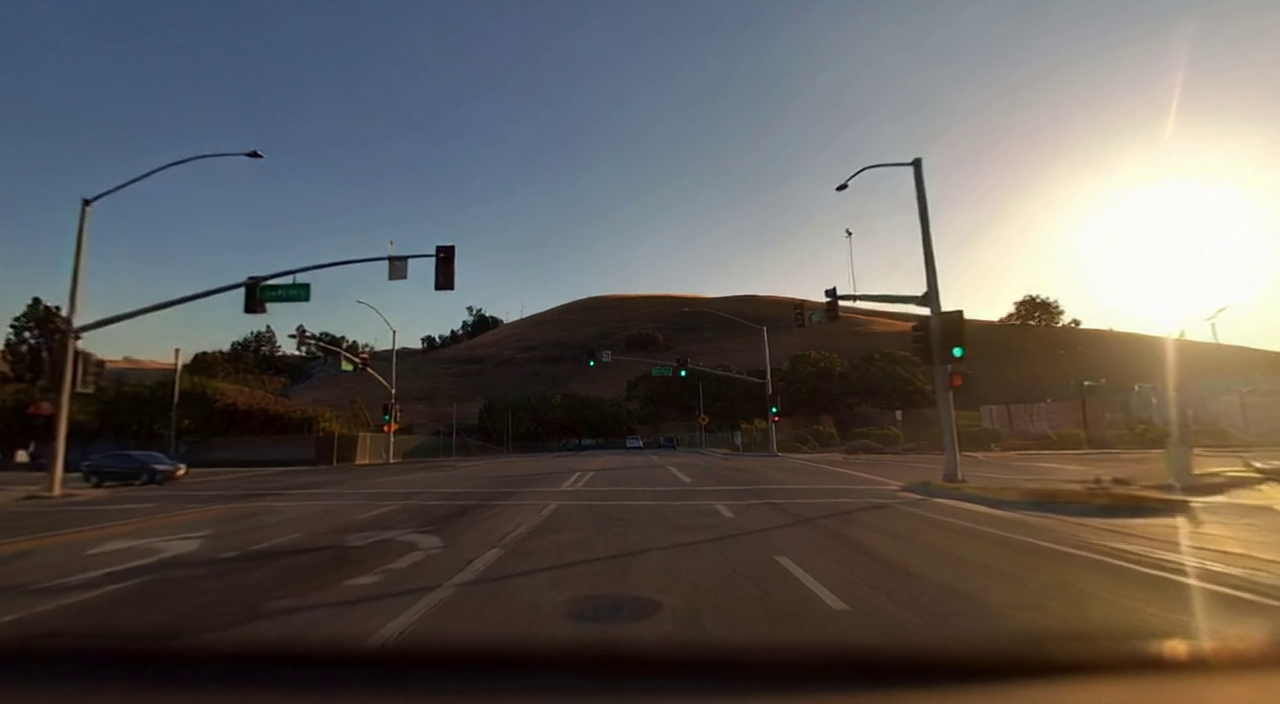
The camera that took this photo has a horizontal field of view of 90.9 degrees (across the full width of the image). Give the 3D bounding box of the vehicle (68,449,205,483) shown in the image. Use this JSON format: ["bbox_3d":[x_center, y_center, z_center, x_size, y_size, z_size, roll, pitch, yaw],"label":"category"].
[{"bbox_3d":[-22.181,5.013,27.867,4.518,1.423,1.888,-1,-8,4],"label":"vehicle"}]

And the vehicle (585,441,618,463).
[{"bbox_3d":[-2.961,7.869,49.499,1.723,1.522,3.791,-5,-10,8],"label":"vehicle"}]
